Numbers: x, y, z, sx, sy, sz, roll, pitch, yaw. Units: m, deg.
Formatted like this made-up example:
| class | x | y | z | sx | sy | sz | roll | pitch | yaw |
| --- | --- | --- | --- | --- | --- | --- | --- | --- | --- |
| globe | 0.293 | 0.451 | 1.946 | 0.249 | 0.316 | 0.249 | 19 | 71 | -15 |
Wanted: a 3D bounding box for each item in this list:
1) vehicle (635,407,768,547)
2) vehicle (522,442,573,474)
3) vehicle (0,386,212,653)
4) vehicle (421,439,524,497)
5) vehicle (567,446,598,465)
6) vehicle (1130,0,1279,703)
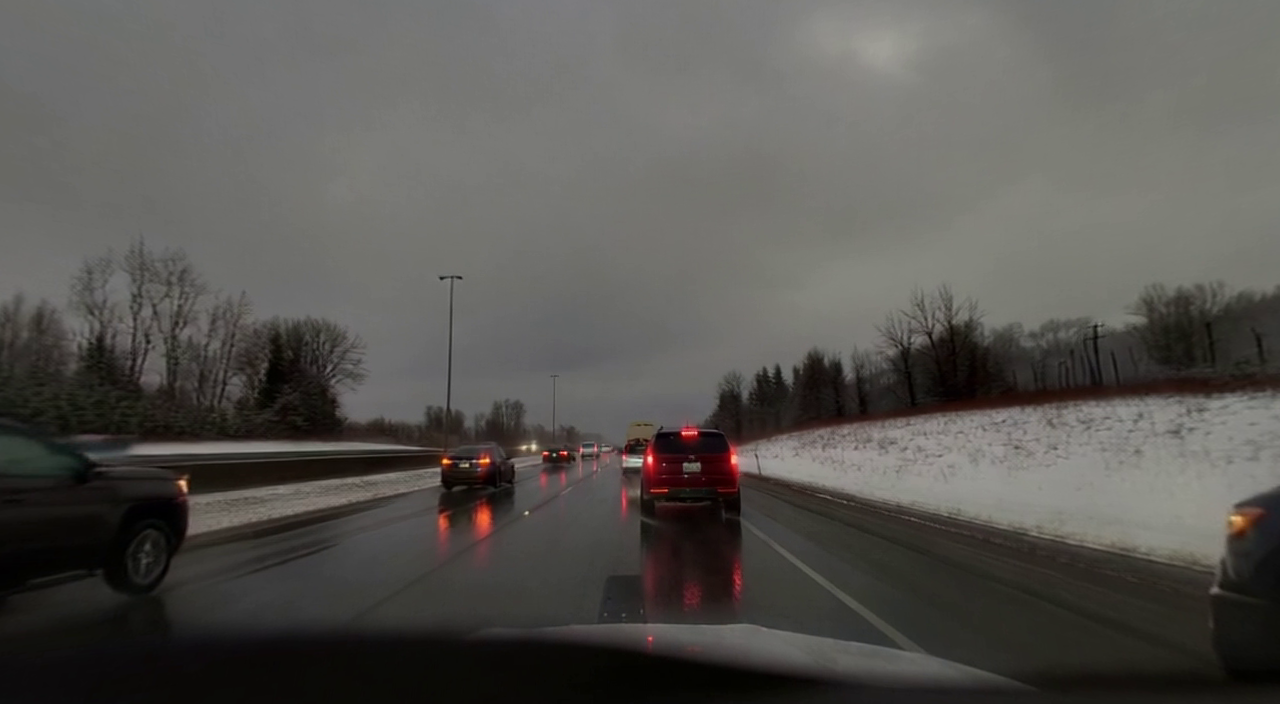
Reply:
| class | x | y | z | sx | sy | sz | roll | pitch | yaw |
| --- | --- | --- | --- | --- | --- | --- | --- | --- | --- |
| vehicle | 0.836 | 2.023 | 10.742 | 1.825 | 1.920 | 3.960 | 0 | -9 | 0 |
| vehicle | -4.649 | 5.407 | 32.354 | 1.855 | 1.527 | 4.209 | 0 | -9 | 2 |
| vehicle | -4.946 | 1.001 | 3.629 | 1.934 | 1.642 | 4.201 | 0 | -9 | 1 |
| vehicle | -4.706 | 3.310 | 18.318 | 1.867 | 1.489 | 3.829 | 0 | -9 | 1 |
| vehicle | -4.331 | 7.863 | 47.981 | 1.857 | 1.423 | 3.920 | 0 | -9 | 1 |
| vehicle | 3.717 | -0.190 | 1.091 | 2.141 | 3.473 | 4.217 | 0 | -9 | 1 |
